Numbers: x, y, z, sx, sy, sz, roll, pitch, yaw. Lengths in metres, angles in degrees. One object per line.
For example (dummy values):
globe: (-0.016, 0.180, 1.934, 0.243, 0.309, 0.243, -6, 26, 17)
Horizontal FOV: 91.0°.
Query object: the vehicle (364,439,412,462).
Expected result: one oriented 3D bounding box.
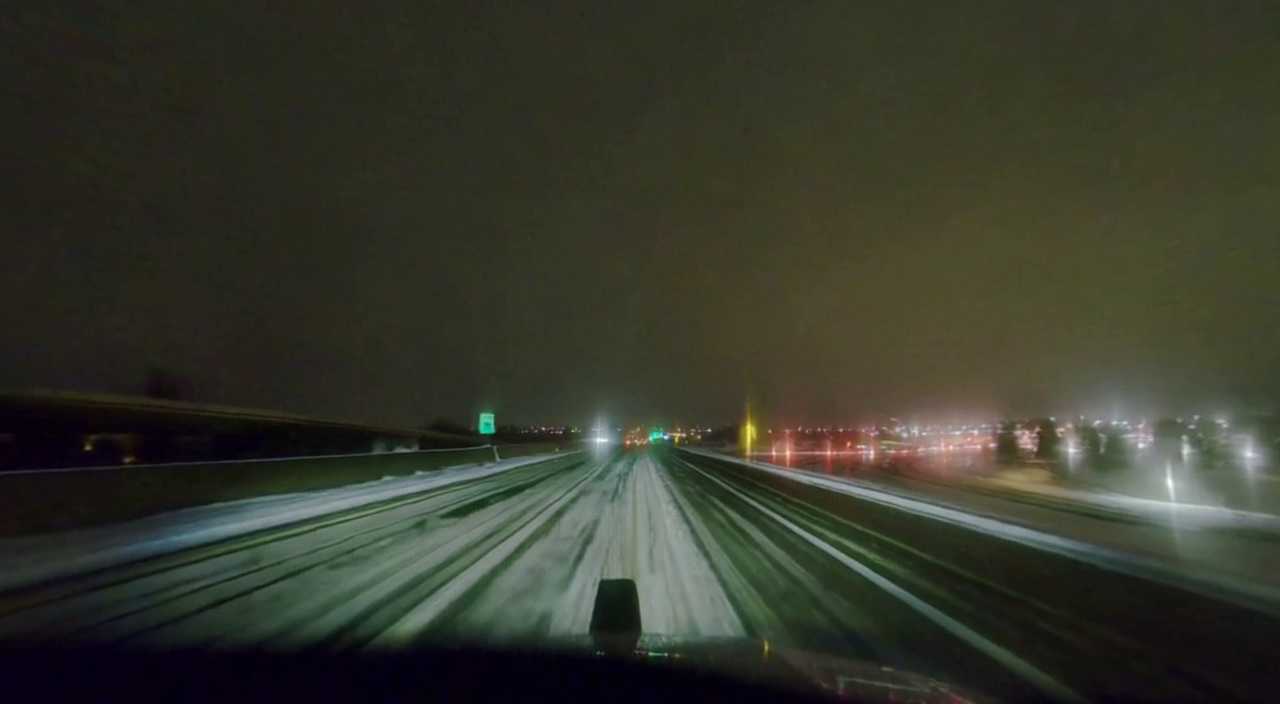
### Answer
vehicle: (-19.431, 7.594, 48.773, 1.891, 1.607, 4.384, 0, -8, 0)
